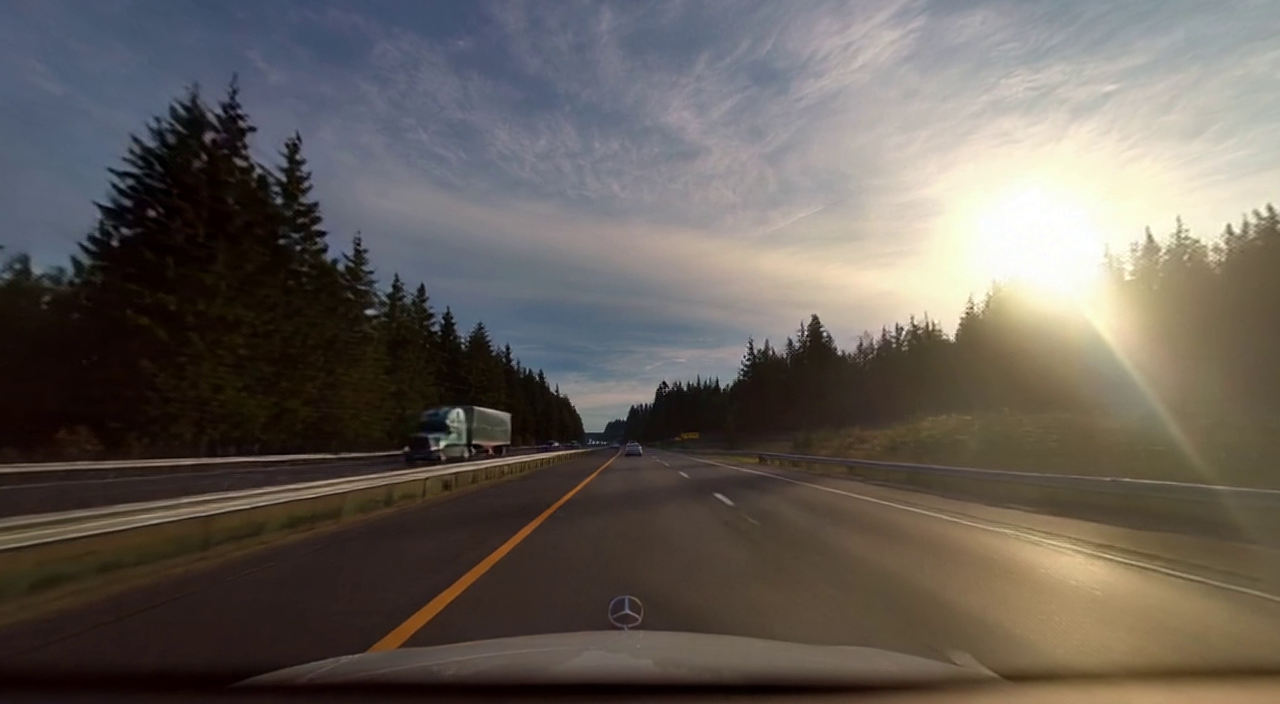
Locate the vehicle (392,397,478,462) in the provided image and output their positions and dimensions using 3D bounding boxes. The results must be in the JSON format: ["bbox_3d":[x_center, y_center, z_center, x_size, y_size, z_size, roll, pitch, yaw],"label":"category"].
[{"bbox_3d":[-13.651,5.384,42.982,3.016,3.981,8.399,0,-8,0],"label":"vehicle"}]
